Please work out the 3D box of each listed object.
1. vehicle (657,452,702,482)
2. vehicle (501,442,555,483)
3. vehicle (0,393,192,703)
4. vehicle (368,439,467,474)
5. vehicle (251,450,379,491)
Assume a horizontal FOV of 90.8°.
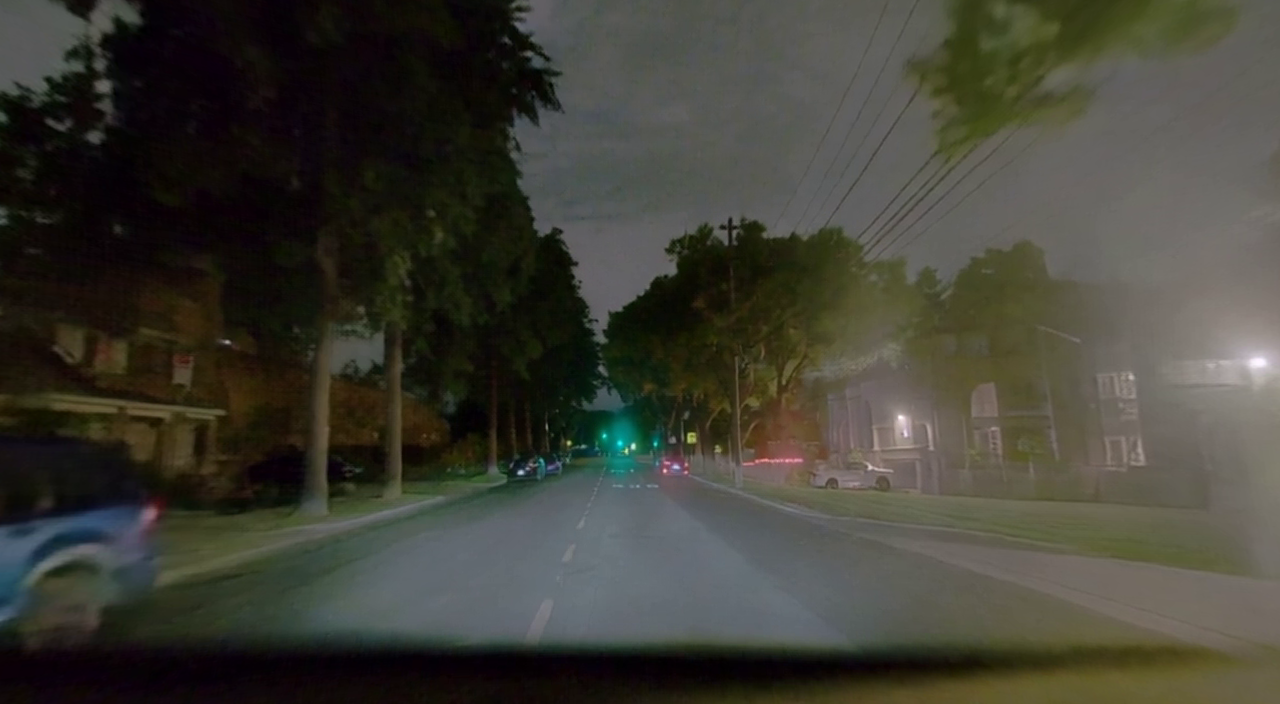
[{"bbox_3d":[2.194,6.565,36.434,2.047,1.532,4.350,0,-9,-4],"label":"vehicle"},{"bbox_3d":[-6.105,6.182,34.991,2.155,1.907,5.100,-3,-12,-1],"label":"vehicle"},{"bbox_3d":[-4.760,1.069,2.942,2.093,1.810,4.555,-2,-9,-2],"label":"vehicle"},{"bbox_3d":[-13.632,6.415,38.933,5.234,2.076,2.197,0,-9,-1],"label":"vehicle"},{"bbox_3d":[-12.617,4.594,24.723,3.989,1.485,1.814,0,-9,-4],"label":"vehicle"}]
